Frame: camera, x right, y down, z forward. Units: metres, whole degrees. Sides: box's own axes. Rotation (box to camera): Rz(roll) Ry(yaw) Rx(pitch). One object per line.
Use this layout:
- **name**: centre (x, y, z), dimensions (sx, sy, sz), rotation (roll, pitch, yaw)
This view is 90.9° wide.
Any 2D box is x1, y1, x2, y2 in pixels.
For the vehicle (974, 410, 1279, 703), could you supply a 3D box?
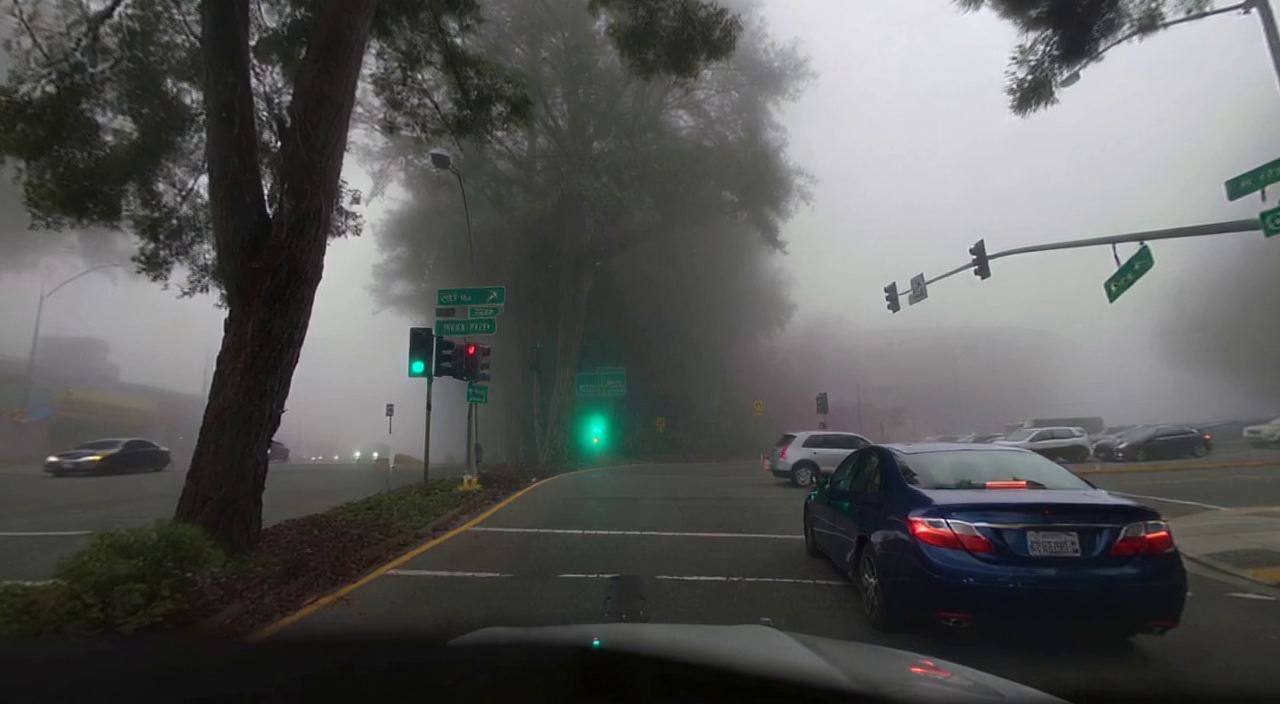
- **vehicle**: centre (4.114, 1.064, 3.309), dimensions (1.940, 1.487, 4.562), rotation (0, -8, -4)

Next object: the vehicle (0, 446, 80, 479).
- **vehicle**: centre (-29.911, 5.270, 30.333), dimensions (1.877, 1.475, 4.455), rotation (0, -8, -2)

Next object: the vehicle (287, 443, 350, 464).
- **vehicle**: centre (-23.438, 7.411, 46.182), dimensions (2.206, 1.447, 4.697), rotation (0, -8, -2)

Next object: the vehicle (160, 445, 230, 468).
- **vehicle**: centre (-34.209, 8.001, 48.614), dimensions (2.079, 1.681, 4.675), rotation (0, -8, -2)

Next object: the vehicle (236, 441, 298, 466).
- **vehicle**: centre (-27.326, 7.448, 46.320), dimensions (1.886, 1.694, 4.420), rotation (0, -8, -2)

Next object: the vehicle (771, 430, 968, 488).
- **vehicle**: centre (6.926, 3.294, 19.517), dimensions (5.260, 1.657, 2.026), rotation (0, -8, 1)

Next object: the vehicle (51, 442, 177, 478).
- **vehicle**: centre (-23.167, 4.753, 28.004), dimensions (2.001, 1.427, 4.285), rotation (0, -8, -2)
